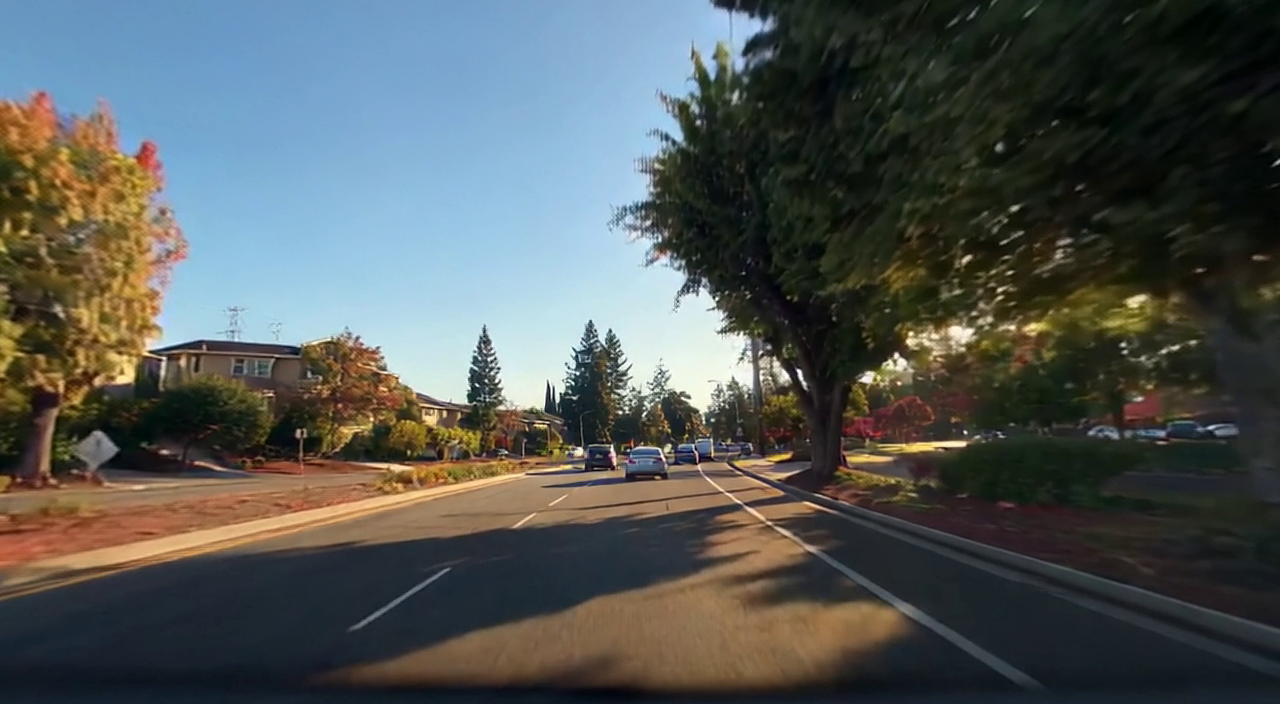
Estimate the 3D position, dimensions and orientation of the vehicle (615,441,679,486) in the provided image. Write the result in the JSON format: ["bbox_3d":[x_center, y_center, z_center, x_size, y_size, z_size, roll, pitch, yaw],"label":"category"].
[{"bbox_3d":[0.352,4.040,23.098,2.117,1.474,4.036,0,-9,4],"label":"vehicle"}]

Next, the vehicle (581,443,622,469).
[{"bbox_3d":[-2.272,6.291,38.220,1.983,1.485,4.159,0,-9,4],"label":"vehicle"}]
